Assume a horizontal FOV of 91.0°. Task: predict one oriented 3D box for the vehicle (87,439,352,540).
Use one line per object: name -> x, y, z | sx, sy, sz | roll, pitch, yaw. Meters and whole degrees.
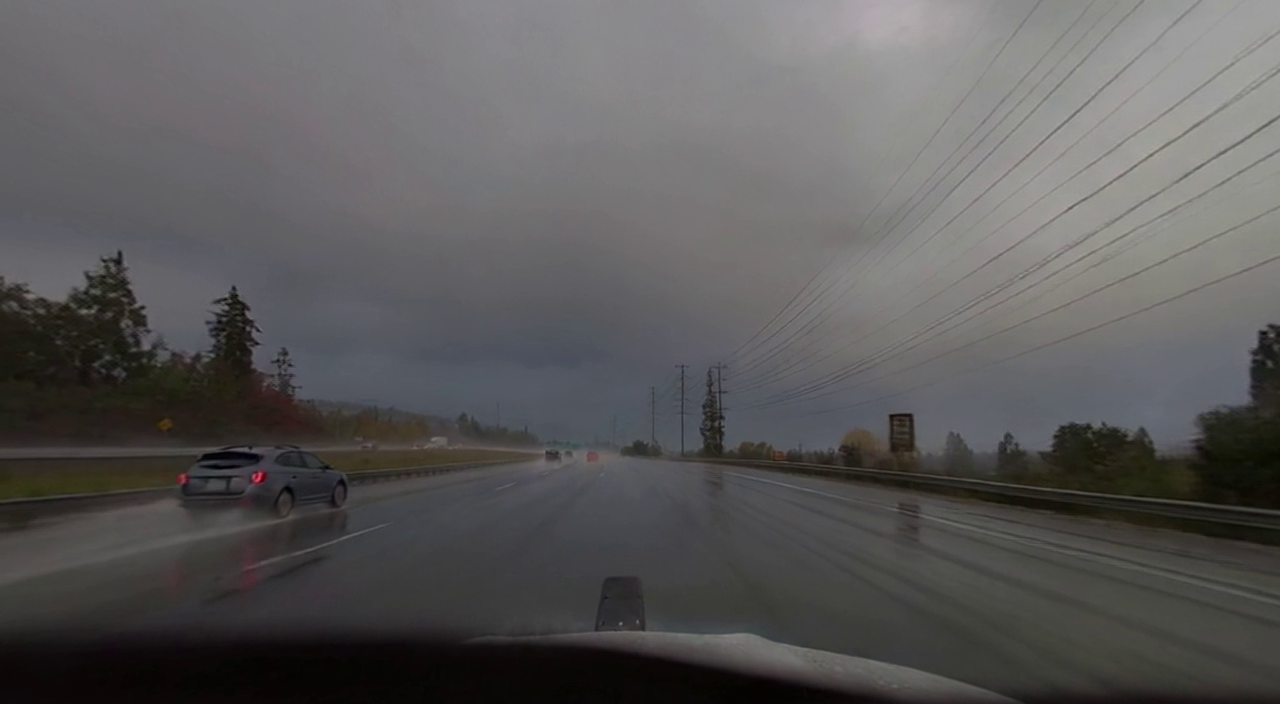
vehicle -> -7.421, 2.432, 11.799 | 1.999, 1.527, 4.238 | 0, -9, 0
